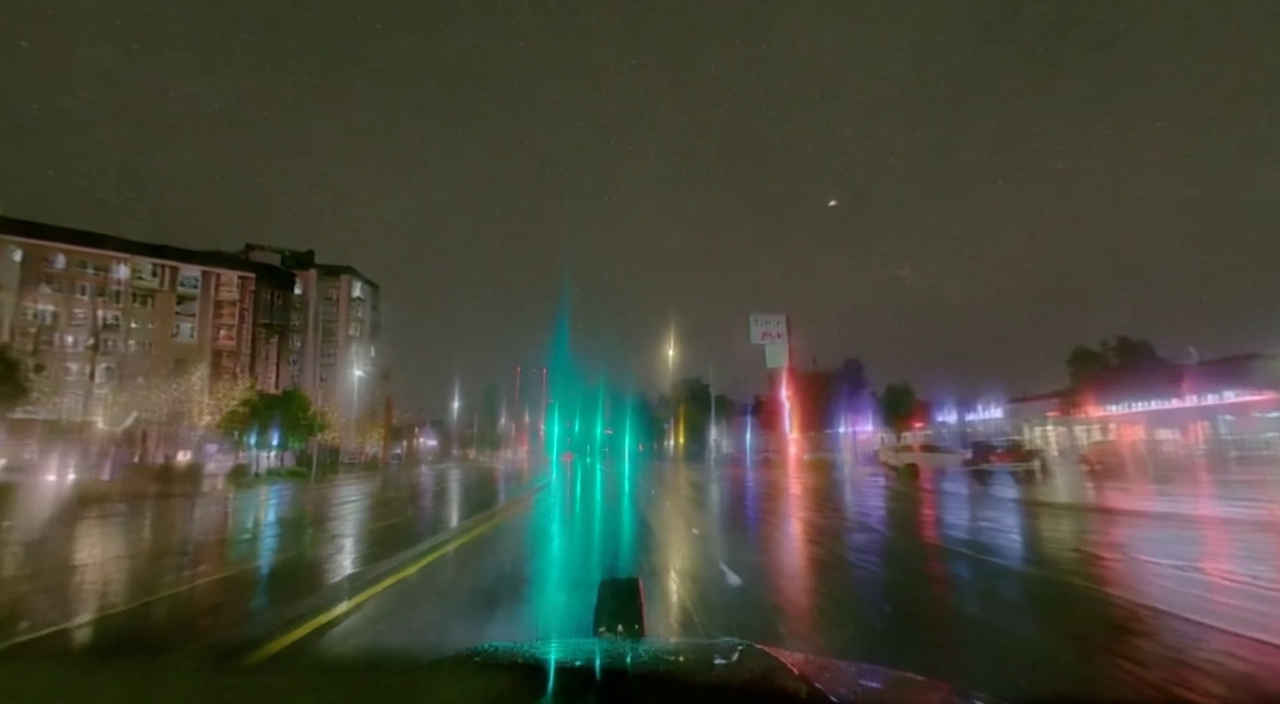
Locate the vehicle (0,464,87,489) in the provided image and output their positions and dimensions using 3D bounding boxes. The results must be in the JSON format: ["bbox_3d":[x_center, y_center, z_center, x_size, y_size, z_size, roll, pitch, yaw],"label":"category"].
[{"bbox_3d":[-39.717,8.245,41.988,3.994,1.491,1.730,4,-9,-24],"label":"vehicle"}]
